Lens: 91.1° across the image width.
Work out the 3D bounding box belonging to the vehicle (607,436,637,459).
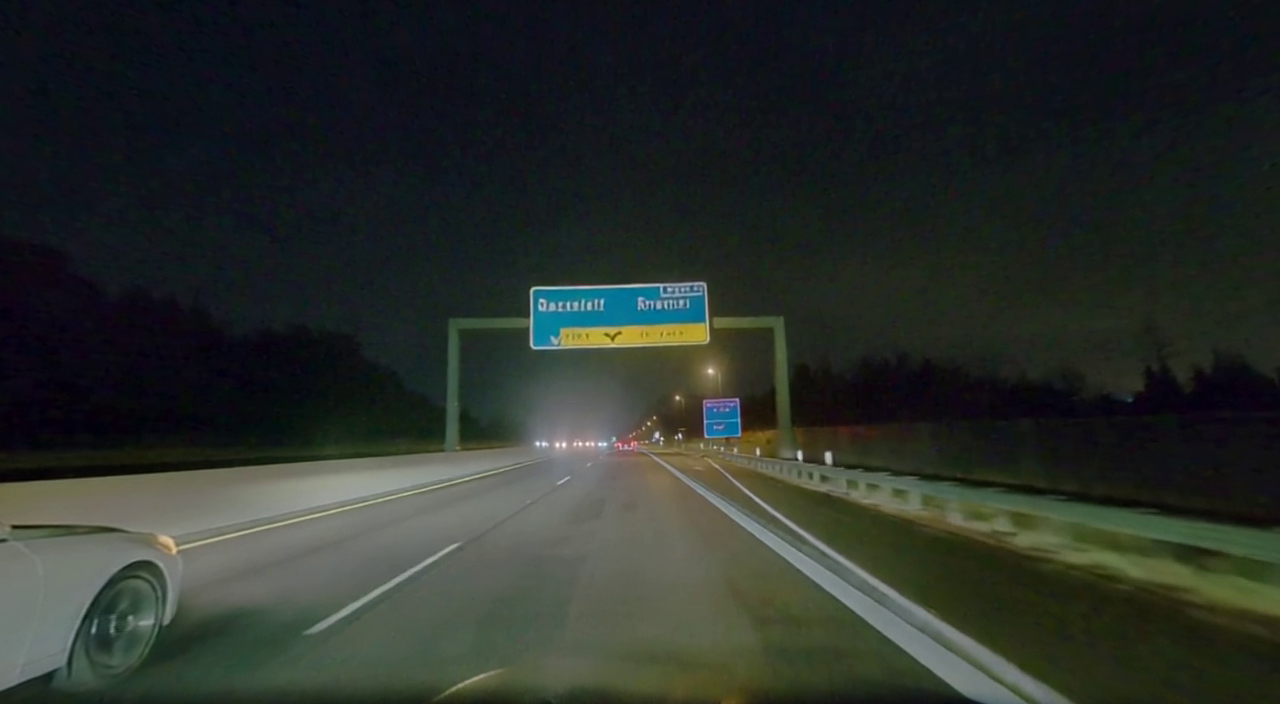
[{"bbox_3d":[-1.225,6.647,43.826,2.025,1.519,3.924,0,-8,-1],"label":"vehicle"}]
